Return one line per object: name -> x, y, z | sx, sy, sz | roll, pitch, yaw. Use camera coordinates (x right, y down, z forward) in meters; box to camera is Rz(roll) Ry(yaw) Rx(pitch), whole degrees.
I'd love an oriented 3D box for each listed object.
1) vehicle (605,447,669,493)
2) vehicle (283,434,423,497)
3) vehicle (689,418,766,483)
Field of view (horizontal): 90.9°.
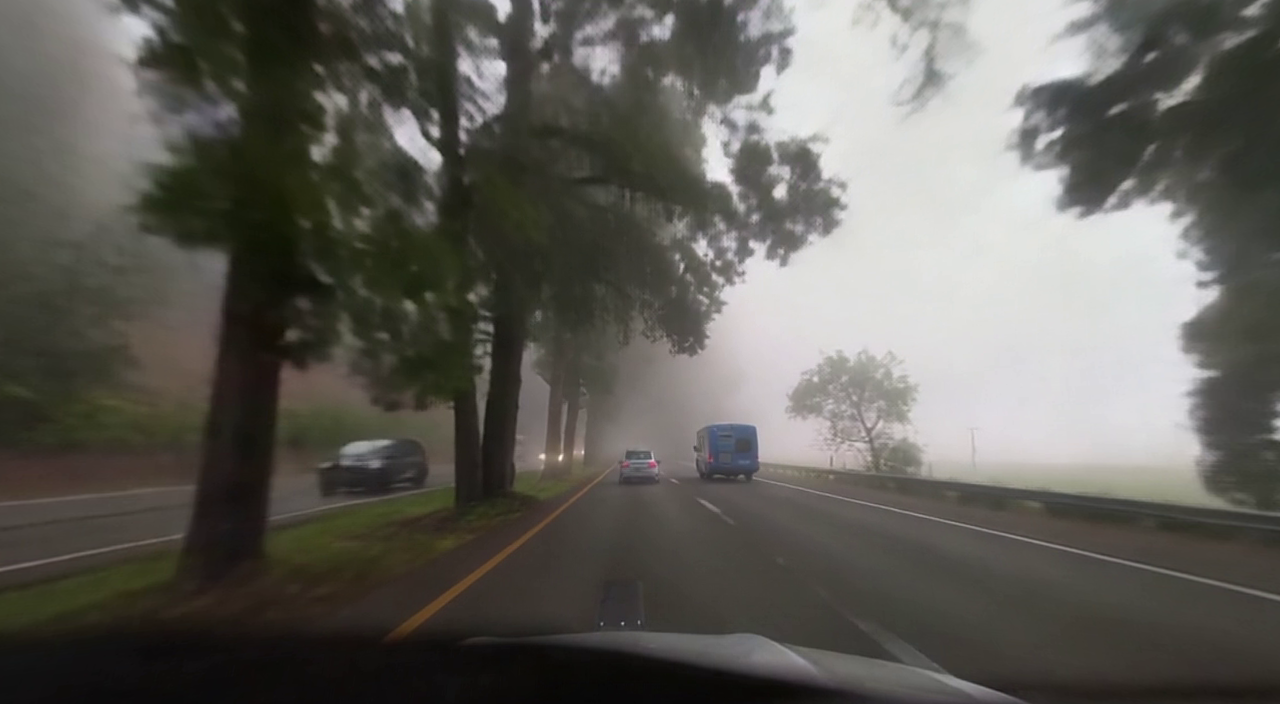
vehicle -> -0.104, 4.071, 22.077 | 2.037, 1.417, 3.885 | 0, -9, -1
vehicle -> -7.858, 3.141, 17.782 | 1.899, 1.539, 4.250 | -1, -9, 1
vehicle -> 3.838, 4.518, 28.987 | 2.513, 2.633, 5.930 | 0, -9, -1
